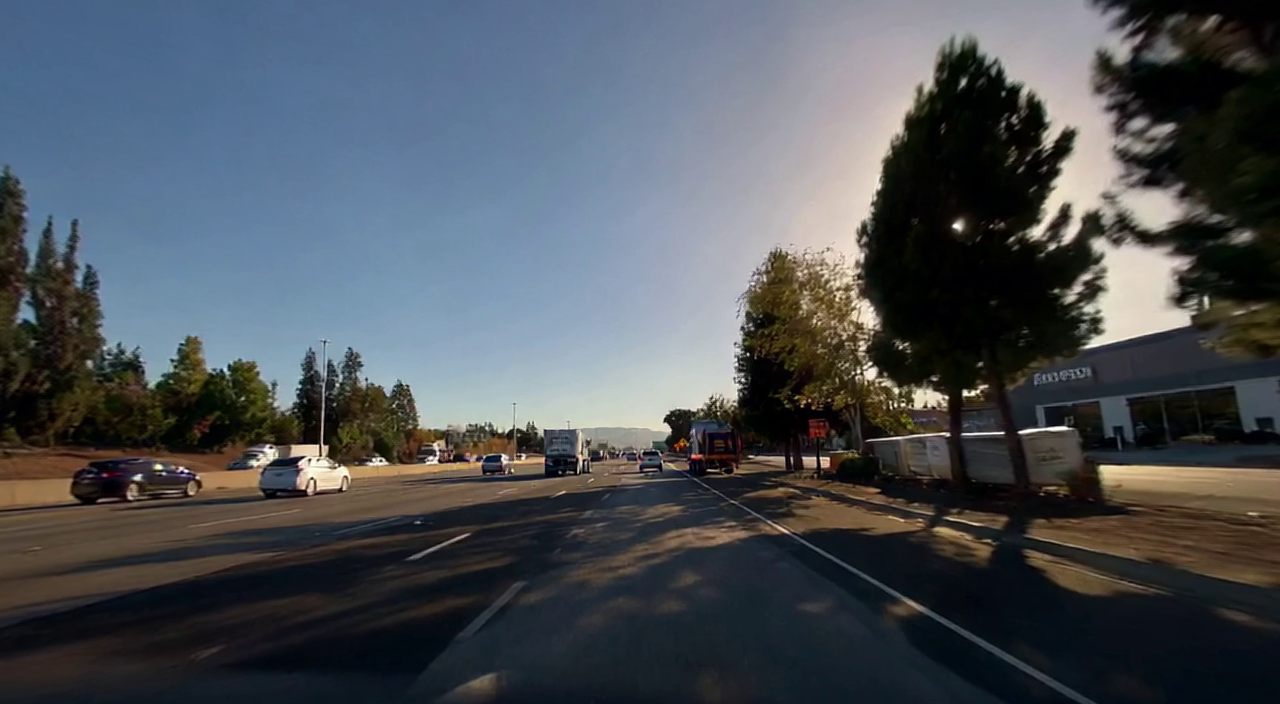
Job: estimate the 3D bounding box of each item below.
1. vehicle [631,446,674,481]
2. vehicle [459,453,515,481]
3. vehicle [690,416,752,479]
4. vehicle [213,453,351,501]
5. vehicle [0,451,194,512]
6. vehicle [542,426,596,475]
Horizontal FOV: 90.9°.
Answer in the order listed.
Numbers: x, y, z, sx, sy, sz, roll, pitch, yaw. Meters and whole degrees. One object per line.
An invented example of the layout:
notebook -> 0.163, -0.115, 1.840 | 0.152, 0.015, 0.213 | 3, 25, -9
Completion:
vehicle -> 0.692, 6.157, 35.247 | 2.227, 1.794, 4.646 | 0, -8, 1
vehicle -> -8.976, 6.755, 37.428 | 1.929, 1.477, 4.746 | -1, -9, 3
vehicle -> 5.519, 6.965, 45.412 | 2.801, 3.732, 11.836 | -4, -9, 0
vehicle -> -12.589, 4.392, 22.633 | 1.928, 1.480, 4.823 | -1, -8, 3
vehicle -> -16.450, 3.884, 19.416 | 1.885, 1.591, 4.599 | -1, -9, 3
vehicle -> -5.335, 7.570, 48.860 | 2.796, 3.426, 8.553 | -1, -8, 2
